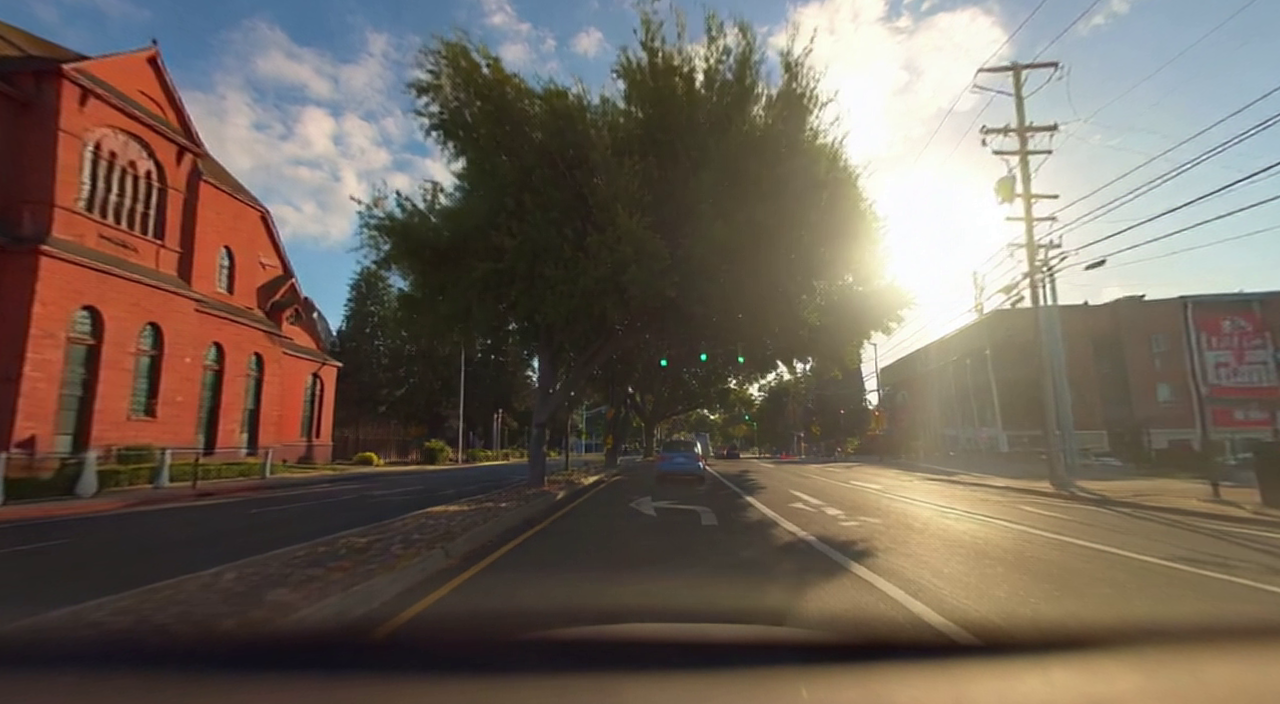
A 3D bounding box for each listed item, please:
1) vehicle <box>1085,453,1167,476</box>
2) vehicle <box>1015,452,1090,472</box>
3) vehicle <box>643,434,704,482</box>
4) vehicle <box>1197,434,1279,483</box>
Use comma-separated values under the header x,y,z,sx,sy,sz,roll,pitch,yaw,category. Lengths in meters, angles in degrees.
x,y,z,sx,sy,sz,roll,pitch,yaw,category
33.377,7.711,43.453,4.205,1.478,1.782,-8,-11,41,vehicle
32.426,8.619,49.760,4.597,1.494,1.882,-8,-11,42,vehicle
1.273,3.906,23.556,2.032,1.621,4.082,-1,-9,4,vehicle
25.197,4.182,25.047,4.553,1.799,2.103,1,-9,-10,vehicle
